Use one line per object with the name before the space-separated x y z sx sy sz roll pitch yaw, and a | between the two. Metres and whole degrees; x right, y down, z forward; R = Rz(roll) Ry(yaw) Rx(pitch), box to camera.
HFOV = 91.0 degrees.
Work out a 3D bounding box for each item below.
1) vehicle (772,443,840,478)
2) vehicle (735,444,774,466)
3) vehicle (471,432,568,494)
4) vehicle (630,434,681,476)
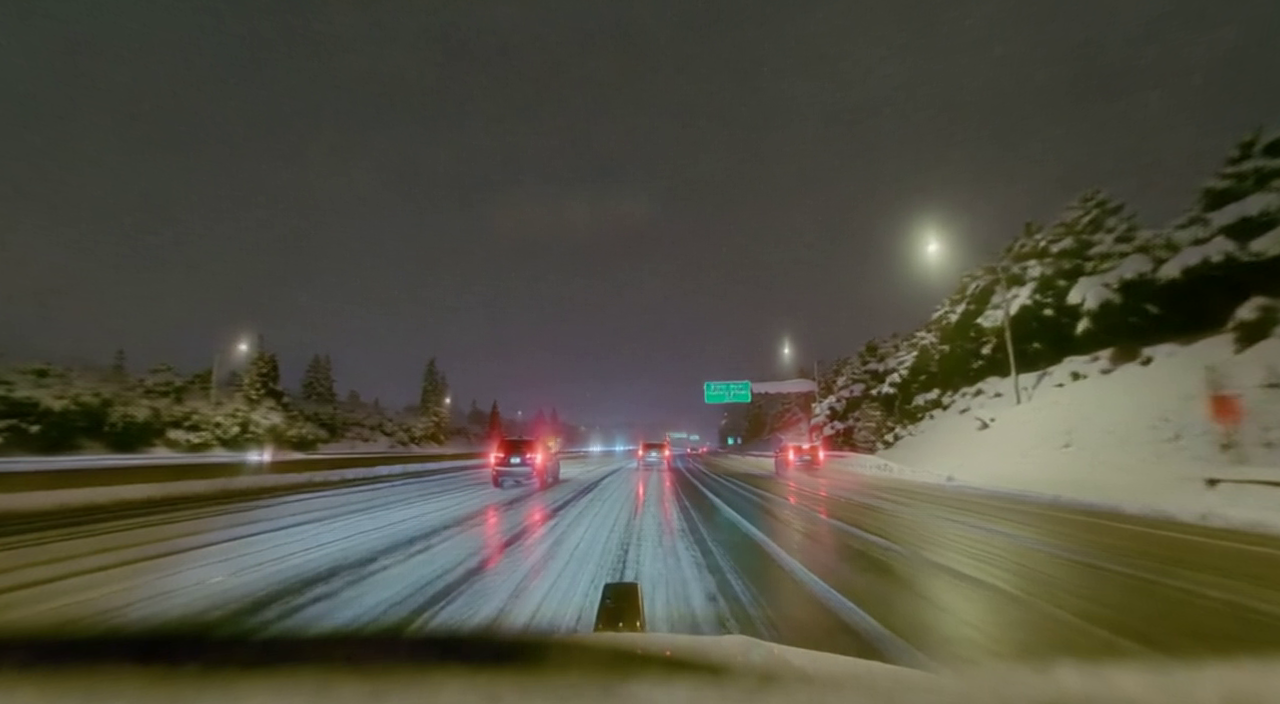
vehicle | 7.506 4.928 28.913 1.936 1.480 4.373 0 -9 0
vehicle | 8.238 7.460 45.716 2.005 1.456 4.287 0 -9 0
vehicle | -3.709 3.503 20.246 2.142 1.759 4.297 0 -9 2
vehicle | 0.769 5.025 30.874 2.270 1.862 4.949 0 -9 1
